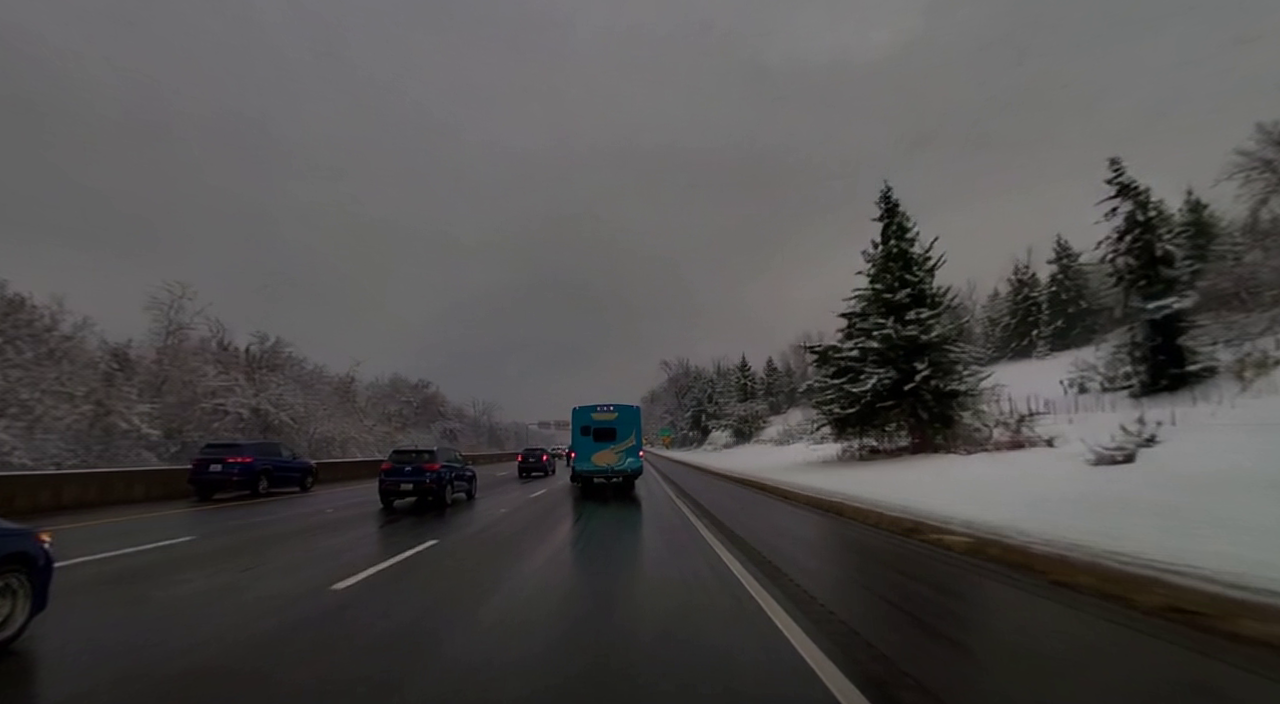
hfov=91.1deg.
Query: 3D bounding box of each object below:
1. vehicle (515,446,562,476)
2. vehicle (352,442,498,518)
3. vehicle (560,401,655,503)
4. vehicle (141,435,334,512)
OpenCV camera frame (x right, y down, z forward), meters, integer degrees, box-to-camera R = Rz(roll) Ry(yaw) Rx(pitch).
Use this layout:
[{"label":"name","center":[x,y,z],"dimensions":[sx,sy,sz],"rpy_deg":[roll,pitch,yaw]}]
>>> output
[{"label":"vehicle","center":[-5.240,5.662,32.799],"dimensions":[1.872,1.480,3.545],"rpy_deg":[0,-9,0]},{"label":"vehicle","center":[-4.671,2.821,14.353],"dimensions":[1.876,1.438,4.072],"rpy_deg":[0,-9,0]},{"label":"vehicle","center":[-0.835,2.934,18.616],"dimensions":[2.394,2.556,5.232],"rpy_deg":[0,-9,0]},{"label":"vehicle","center":[-9.708,2.947,15.692],"dimensions":[2.010,1.621,4.252],"rpy_deg":[0,-9,-1]}]
